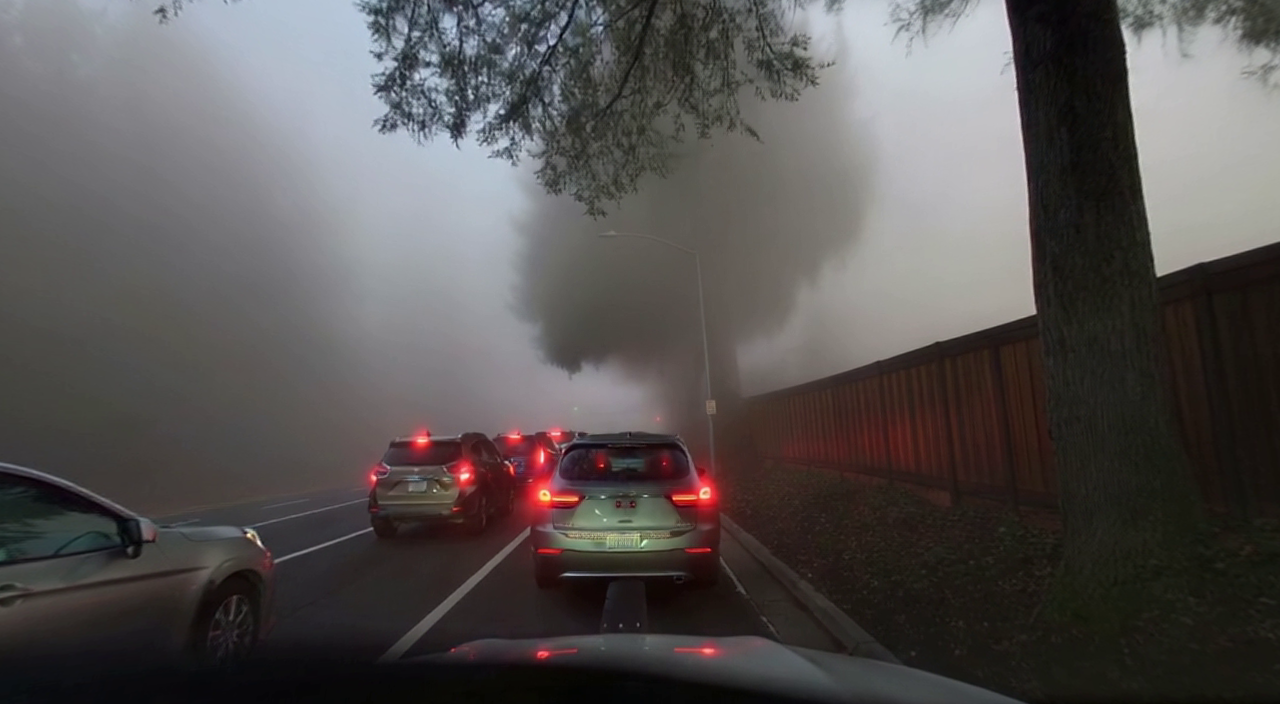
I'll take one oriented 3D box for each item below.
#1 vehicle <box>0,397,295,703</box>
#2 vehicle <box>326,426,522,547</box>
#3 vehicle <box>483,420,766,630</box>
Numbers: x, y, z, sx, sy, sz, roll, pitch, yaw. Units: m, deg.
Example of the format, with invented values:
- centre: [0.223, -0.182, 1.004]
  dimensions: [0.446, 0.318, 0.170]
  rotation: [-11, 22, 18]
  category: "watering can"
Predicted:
- centre: [-3.166, 0.837, 1.583]
  dimensions: [1.980, 1.520, 4.636]
  rotation: [0, -8, 0]
  category: "vehicle"
- centre: [-3.223, 2.064, 10.270]
  dimensions: [1.850, 1.582, 3.688]
  rotation: [0, -8, 0]
  category: "vehicle"
- centre: [-0.139, 1.510, 6.445]
  dimensions: [1.995, 1.460, 3.865]
  rotation: [0, -8, -1]
  category: "vehicle"
